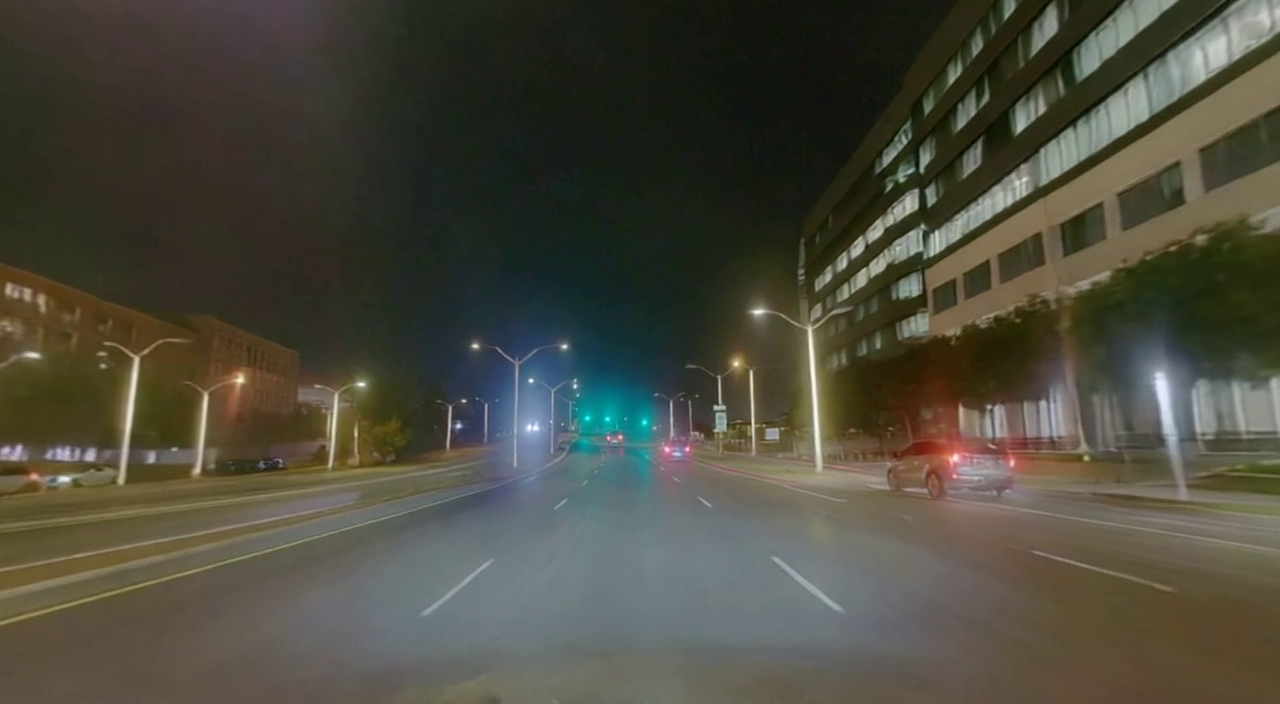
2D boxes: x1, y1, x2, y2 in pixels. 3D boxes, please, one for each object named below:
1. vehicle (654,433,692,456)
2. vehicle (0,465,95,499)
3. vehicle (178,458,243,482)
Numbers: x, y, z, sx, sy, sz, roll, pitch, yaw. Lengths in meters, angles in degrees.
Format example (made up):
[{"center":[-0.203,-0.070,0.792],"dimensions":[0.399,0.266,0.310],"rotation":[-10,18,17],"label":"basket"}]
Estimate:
[{"center":[2.188,6.346,43.258],"dimensions":[2.090,1.506,4.382],"rotation":[0,-8,-3],"label":"vehicle"},{"center":[-29.679,6.401,31.286],"dimensions":[1.732,1.427,4.059],"rotation":[-1,-9,0],"label":"vehicle"},{"center":[-29.948,8.212,44.198],"dimensions":[1.764,1.476,4.121],"rotation":[-1,-9,-3],"label":"vehicle"}]
